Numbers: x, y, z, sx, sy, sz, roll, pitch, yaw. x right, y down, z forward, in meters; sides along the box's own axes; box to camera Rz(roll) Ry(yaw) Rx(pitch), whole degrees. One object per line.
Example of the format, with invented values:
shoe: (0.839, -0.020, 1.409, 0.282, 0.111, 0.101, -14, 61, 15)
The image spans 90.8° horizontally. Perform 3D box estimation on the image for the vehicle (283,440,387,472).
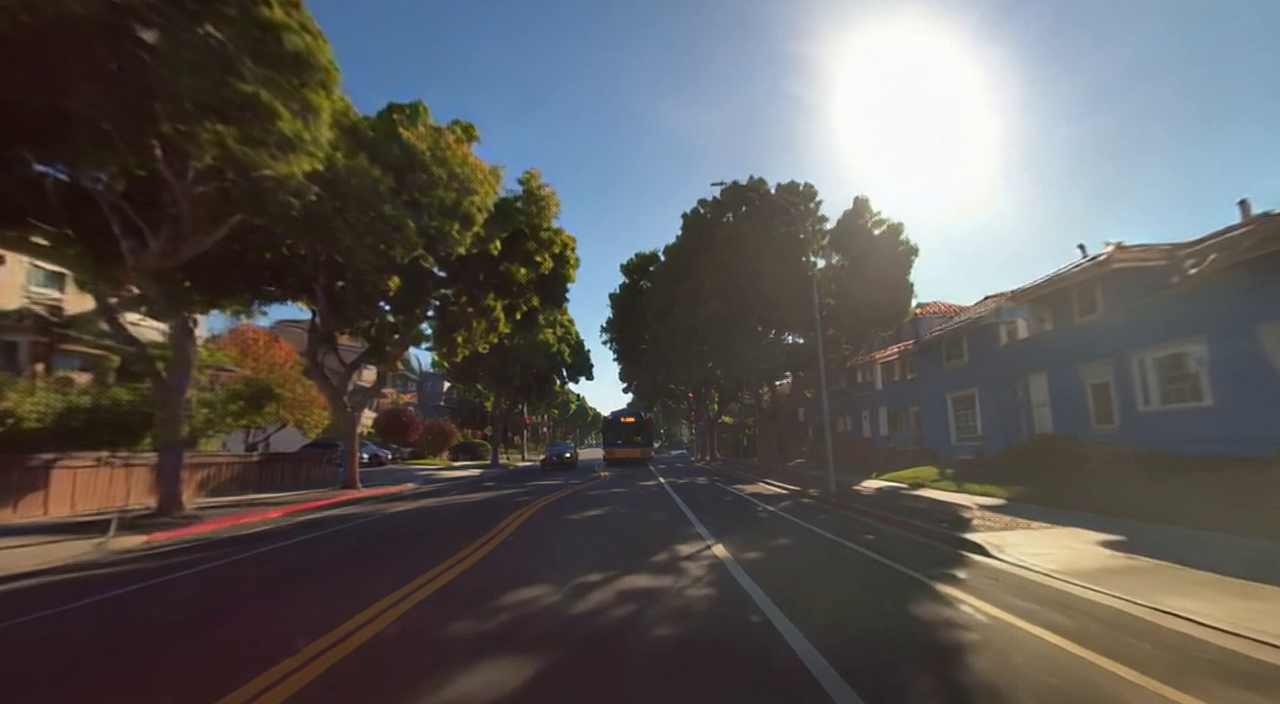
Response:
vehicle: (-15.878, 5.419, 33.080, 4.481, 1.591, 1.807, 0, -9, -2)

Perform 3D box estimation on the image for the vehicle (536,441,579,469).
vehicle: (-4.648, 5.877, 36.228, 1.925, 1.489, 4.235, 0, -8, -1)

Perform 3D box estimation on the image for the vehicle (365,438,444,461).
vehicle: (-16.648, 6.914, 44.813, 4.778, 1.565, 1.919, 0, -8, -1)

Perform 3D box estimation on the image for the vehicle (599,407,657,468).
vehicle: (-0.590, 5.634, 41.461, 3.031, 3.200, 13.052, 3, -8, 1)
